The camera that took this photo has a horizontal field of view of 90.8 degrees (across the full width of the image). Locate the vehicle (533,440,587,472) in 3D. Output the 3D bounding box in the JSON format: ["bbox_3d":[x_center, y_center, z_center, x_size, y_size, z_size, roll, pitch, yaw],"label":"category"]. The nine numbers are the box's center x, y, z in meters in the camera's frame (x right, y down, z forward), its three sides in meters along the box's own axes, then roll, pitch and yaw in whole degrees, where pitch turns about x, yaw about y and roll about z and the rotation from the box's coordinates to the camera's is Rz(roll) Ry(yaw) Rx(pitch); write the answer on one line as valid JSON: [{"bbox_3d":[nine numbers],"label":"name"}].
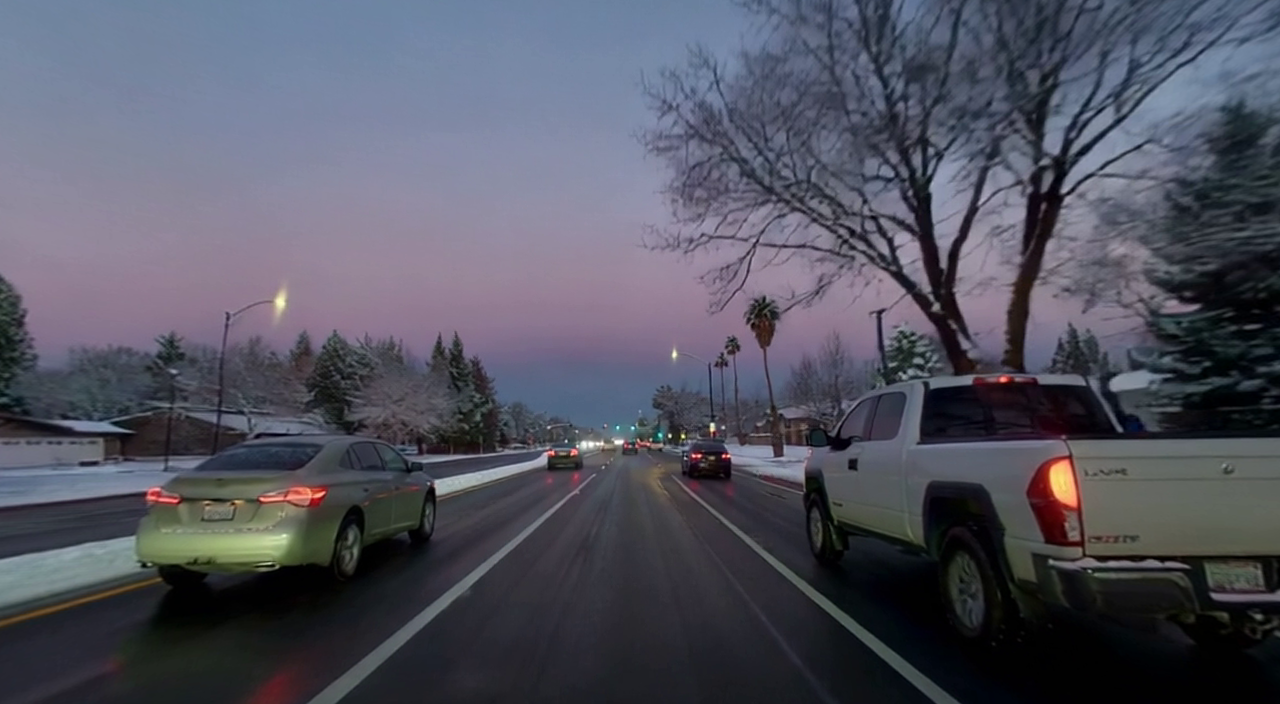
[{"bbox_3d":[-4.116,5.453,33.425,2.263,1.548,4.555,0,-8,0],"label":"vehicle"}]

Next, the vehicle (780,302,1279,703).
[{"bbox_3d":[3.250,1.178,5.883,2.478,2.030,5.723,0,-8,-1],"label":"vehicle"}]

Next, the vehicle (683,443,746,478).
[{"bbox_3d":[3.258,4.874,28.736,2.149,1.421,4.805,0,-8,-2],"label":"vehicle"}]

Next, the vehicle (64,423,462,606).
[{"bbox_3d":[-3.759,1.673,7.485,2.094,1.509,4.286,0,-8,-1],"label":"vehicle"}]
